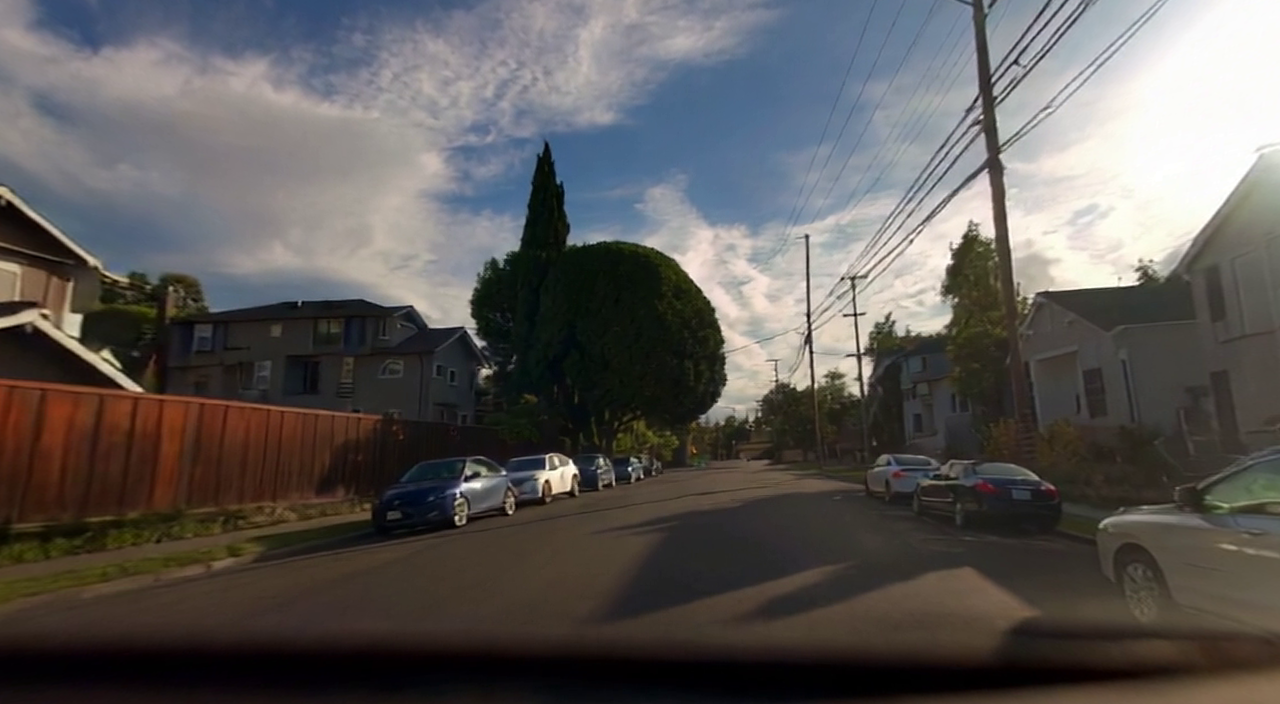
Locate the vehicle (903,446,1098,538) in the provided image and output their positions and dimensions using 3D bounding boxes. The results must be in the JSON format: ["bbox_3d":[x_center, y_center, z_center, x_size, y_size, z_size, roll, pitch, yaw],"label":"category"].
[{"bbox_3d":[6.646,2.572,12.272,1.887,1.435,4.161,-2,-9,9],"label":"vehicle"}]

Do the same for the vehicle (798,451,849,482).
[{"bbox_3d":[9.734,6.111,33.874,1.979,1.480,4.500,-2,-9,8],"label":"vehicle"}]

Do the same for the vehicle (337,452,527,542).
[{"bbox_3d":[-4.030,2.880,13.310,1.930,1.478,4.731,-2,-9,7],"label":"vehicle"}]

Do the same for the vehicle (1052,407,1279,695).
[{"bbox_3d":[4.971,1.167,3.723,2.439,1.670,4.631,-2,-9,8],"label":"vehicle"}]
